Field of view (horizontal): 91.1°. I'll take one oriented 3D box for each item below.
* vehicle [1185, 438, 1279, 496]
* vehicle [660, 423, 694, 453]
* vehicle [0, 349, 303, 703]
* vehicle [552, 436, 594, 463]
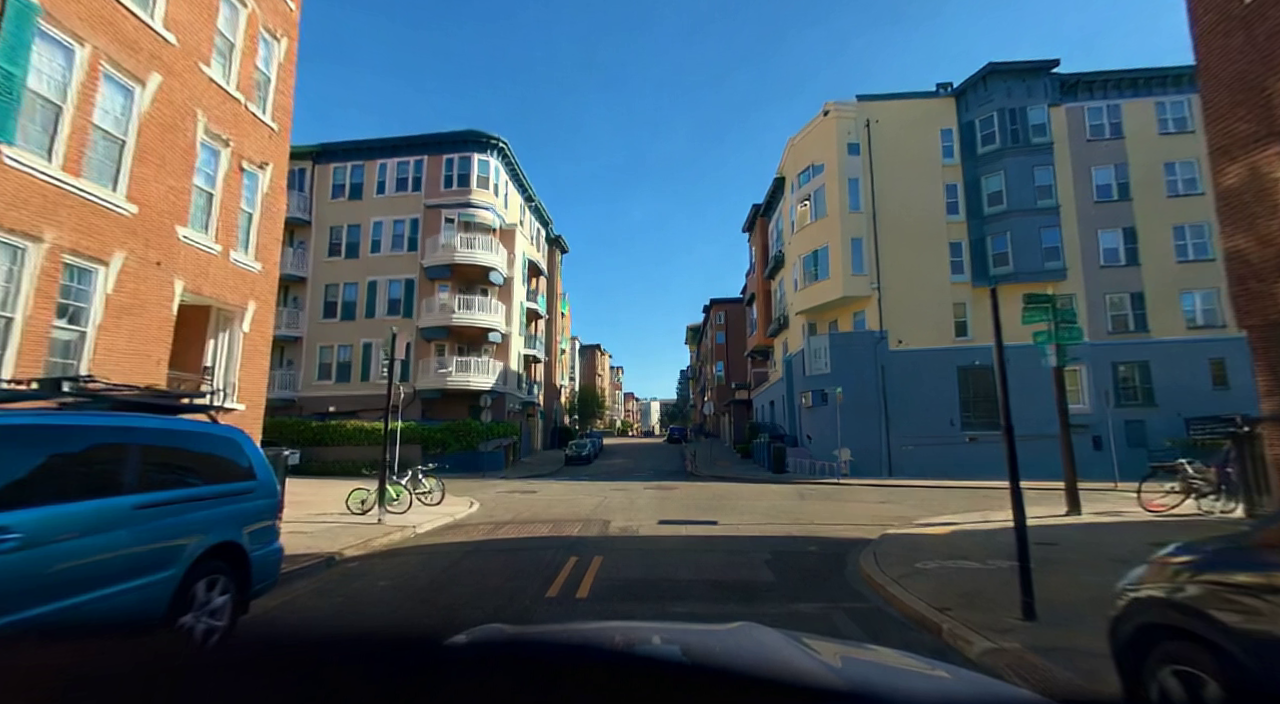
[{"bbox_3d":[17.753,3.147,17.440,3.414,1.519,1.719,-2,-8,14],"label":"vehicle"},{"bbox_3d":[2.635,6.222,45.398,2.072,2.074,4.358,0,-8,-2],"label":"vehicle"},{"bbox_3d":[-3.357,0.830,2.297,1.832,1.683,4.396,0,-8,-1],"label":"vehicle"},{"bbox_3d":[-3.818,5.594,36.354,1.897,1.431,3.741,-1,-8,1],"label":"vehicle"}]
